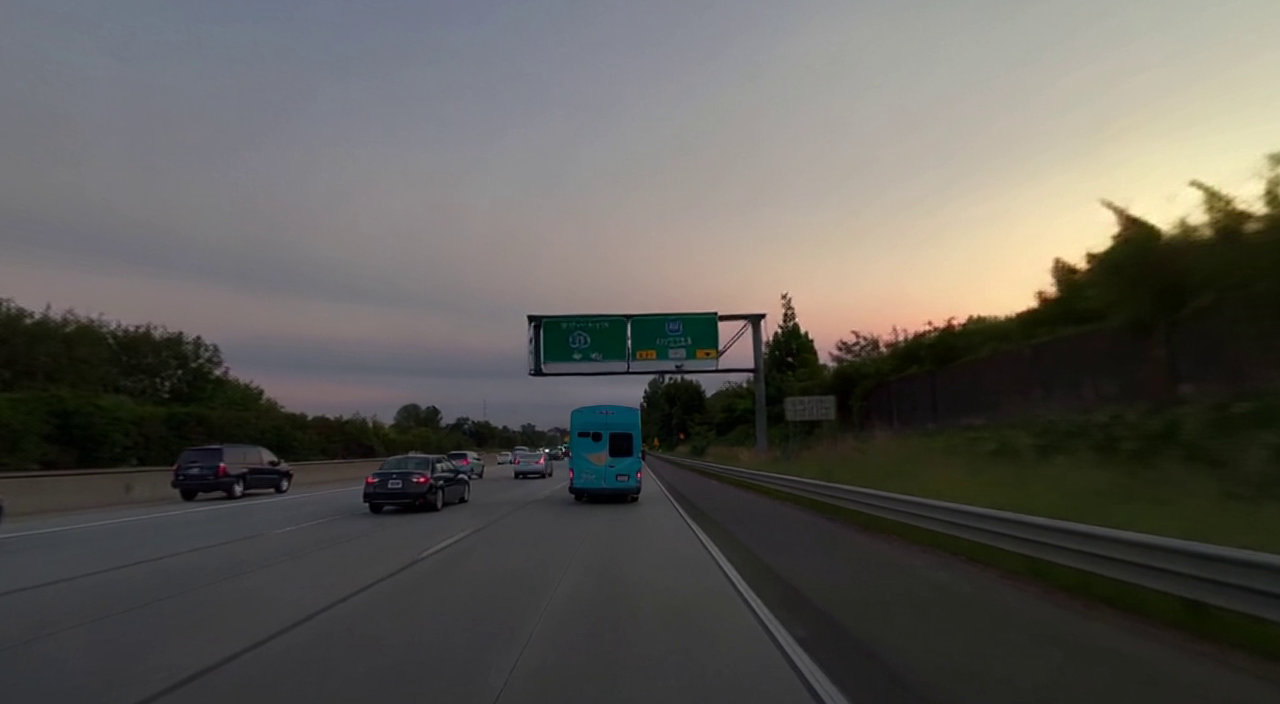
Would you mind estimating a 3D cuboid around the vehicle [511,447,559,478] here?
[{"bbox_3d":[-5.300,5.580,32.003,1.872,1.480,3.545,0,-9,-1],"label":"vehicle"}]

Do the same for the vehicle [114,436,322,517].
[{"bbox_3d":[-9.694,2.863,14.988,2.010,1.621,4.252,0,-9,-1],"label":"vehicle"}]

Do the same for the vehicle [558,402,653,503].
[{"bbox_3d":[-0.916,2.963,18.743,2.394,2.556,5.232,0,-9,-1],"label":"vehicle"}]

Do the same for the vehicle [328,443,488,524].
[{"bbox_3d":[-4.717,2.704,13.499,1.876,1.438,4.072,0,-9,0],"label":"vehicle"}]
